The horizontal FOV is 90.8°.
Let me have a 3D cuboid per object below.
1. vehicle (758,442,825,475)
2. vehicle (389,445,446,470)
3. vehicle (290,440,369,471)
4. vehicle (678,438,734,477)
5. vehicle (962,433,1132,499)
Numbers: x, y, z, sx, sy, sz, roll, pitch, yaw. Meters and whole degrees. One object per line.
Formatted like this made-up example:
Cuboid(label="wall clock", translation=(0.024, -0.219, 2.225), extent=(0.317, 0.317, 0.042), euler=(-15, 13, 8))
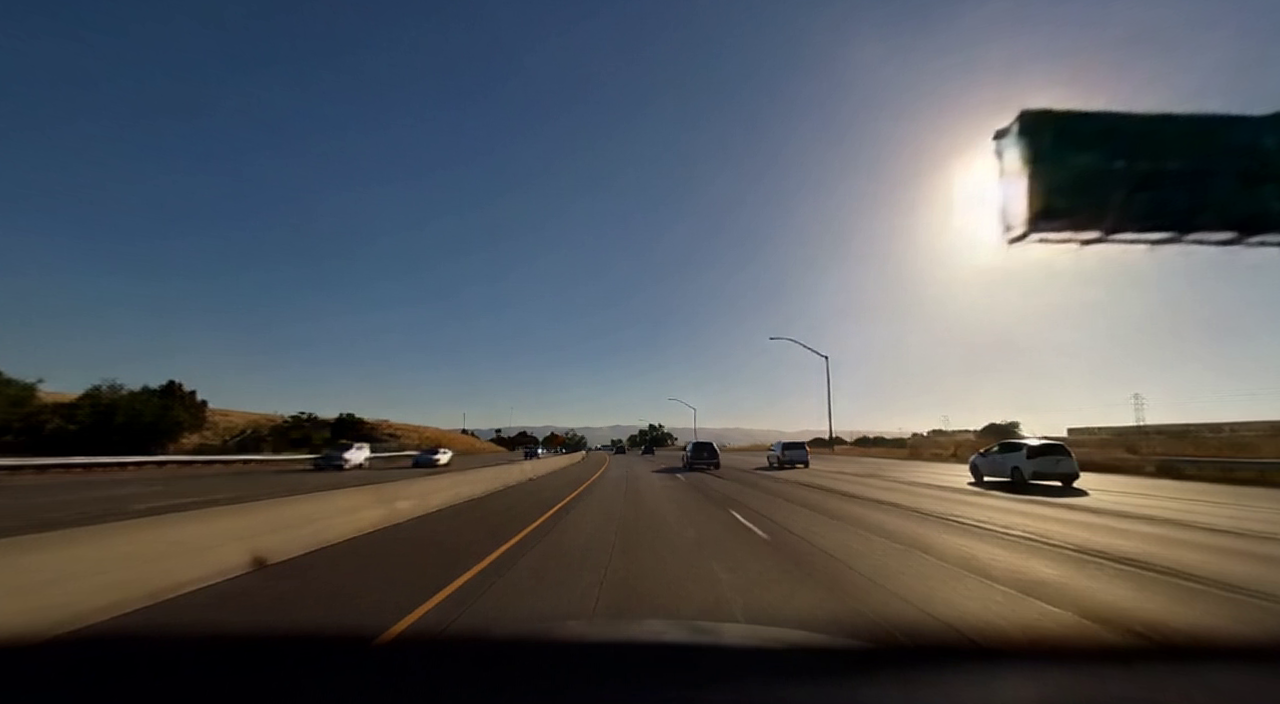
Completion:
Cuboid(label="vehicle", translation=(6.988, 4.961, 29.625), extent=(1.952, 1.442, 4.259), euler=(0, -9, -2))
Cuboid(label="vehicle", translation=(-14.246, 6.764, 40.734), extent=(1.939, 1.495, 4.658), euler=(0, -9, 0))
Cuboid(label="vehicle", translation=(-18.216, 6.089, 37.398), extent=(2.140, 1.722, 5.002), euler=(0, -9, -1))
Cuboid(label="vehicle", translation=(2.949, 4.833, 29.154), extent=(1.977, 1.601, 4.598), euler=(0, -9, -2))
Cuboid(label="vehicle", translation=(10.885, 3.064, 17.334), extent=(1.844, 1.560, 4.085), euler=(0, -9, -1))
